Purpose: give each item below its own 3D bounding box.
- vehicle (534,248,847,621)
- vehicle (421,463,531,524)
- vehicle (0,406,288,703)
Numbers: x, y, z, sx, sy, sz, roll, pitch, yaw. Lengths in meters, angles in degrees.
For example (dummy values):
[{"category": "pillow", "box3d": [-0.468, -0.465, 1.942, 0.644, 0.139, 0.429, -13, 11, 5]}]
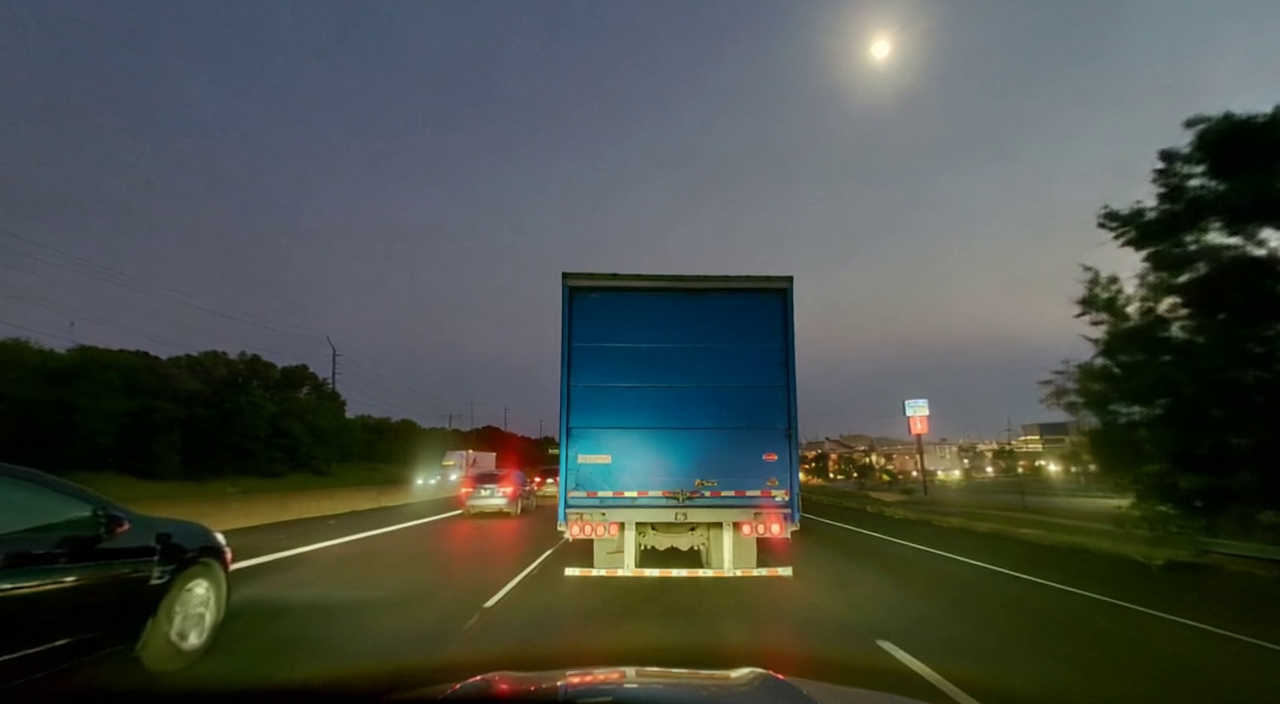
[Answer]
[{"category": "vehicle", "box3d": [0.616, 1.483, 10.314, 2.831, 3.529, 8.689, 0, -11, 2]}, {"category": "vehicle", "box3d": [-4.492, 3.955, 18.027, 1.891, 1.469, 4.431, 0, -11, 1]}, {"category": "vehicle", "box3d": [-3.939, 0.993, 2.649, 1.983, 1.575, 4.973, 1, -11, 0]}]
